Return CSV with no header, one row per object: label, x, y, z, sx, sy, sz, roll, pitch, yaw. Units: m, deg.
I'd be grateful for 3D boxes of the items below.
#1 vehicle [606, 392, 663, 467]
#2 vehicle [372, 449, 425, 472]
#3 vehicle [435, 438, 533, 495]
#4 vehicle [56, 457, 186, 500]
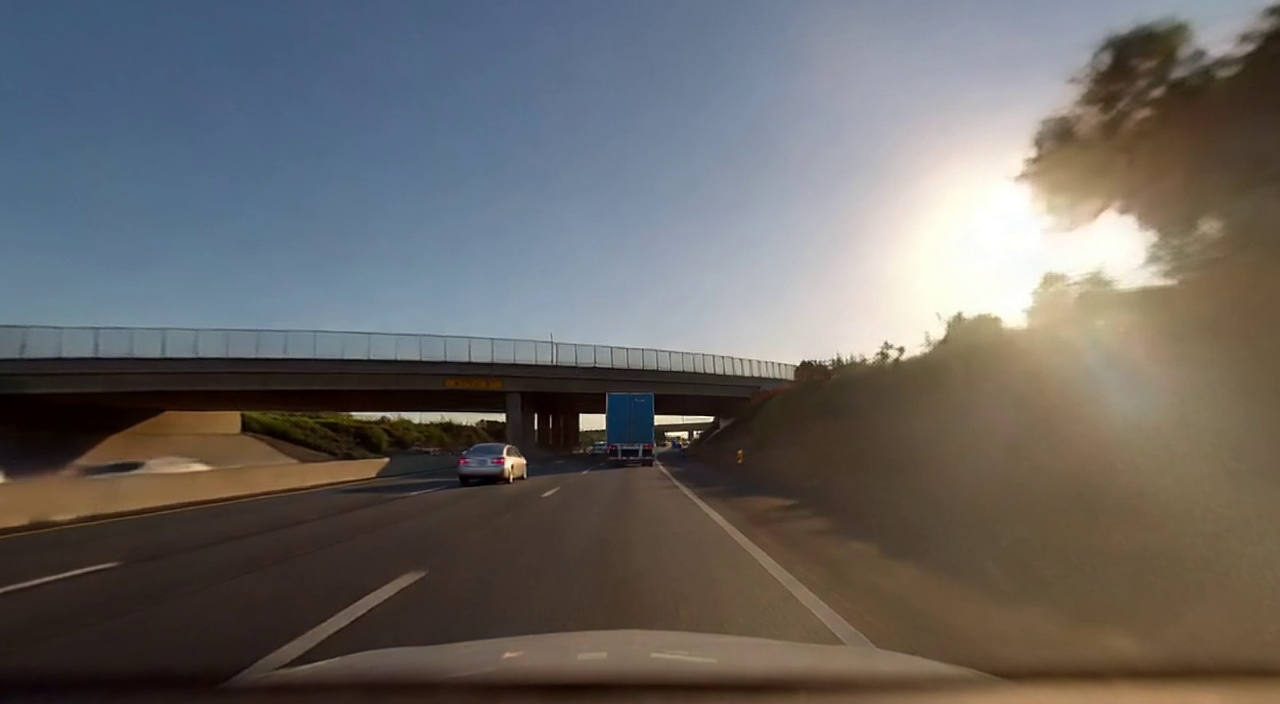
vehicle,-0.341,5.117,40.226,3.123,4.094,10.812,0,-9,0
vehicle,-17.308,7.746,45.144,1.958,1.524,4.592,0,-9,1
vehicle,-4.442,3.320,18.506,1.895,1.500,3.808,0,-9,0
vehicle,-20.626,5.019,25.153,1.822,1.486,3.965,0,-9,0
